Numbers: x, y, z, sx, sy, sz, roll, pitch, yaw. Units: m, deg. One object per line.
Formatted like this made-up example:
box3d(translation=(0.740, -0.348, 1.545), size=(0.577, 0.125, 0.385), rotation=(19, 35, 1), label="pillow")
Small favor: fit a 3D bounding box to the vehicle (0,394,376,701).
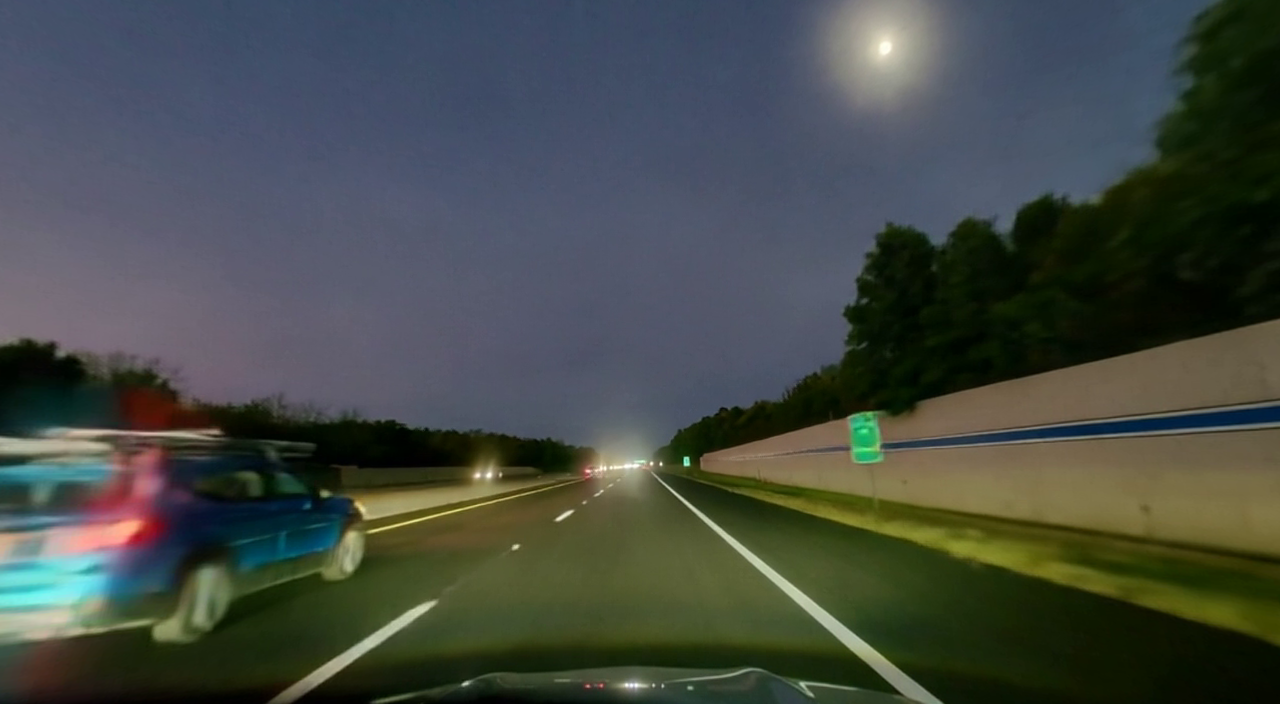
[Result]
box3d(translation=(-4.355, 1.447, 5.663), size=(2.022, 1.650, 4.331), rotation=(1, -11, 0), label="vehicle")
